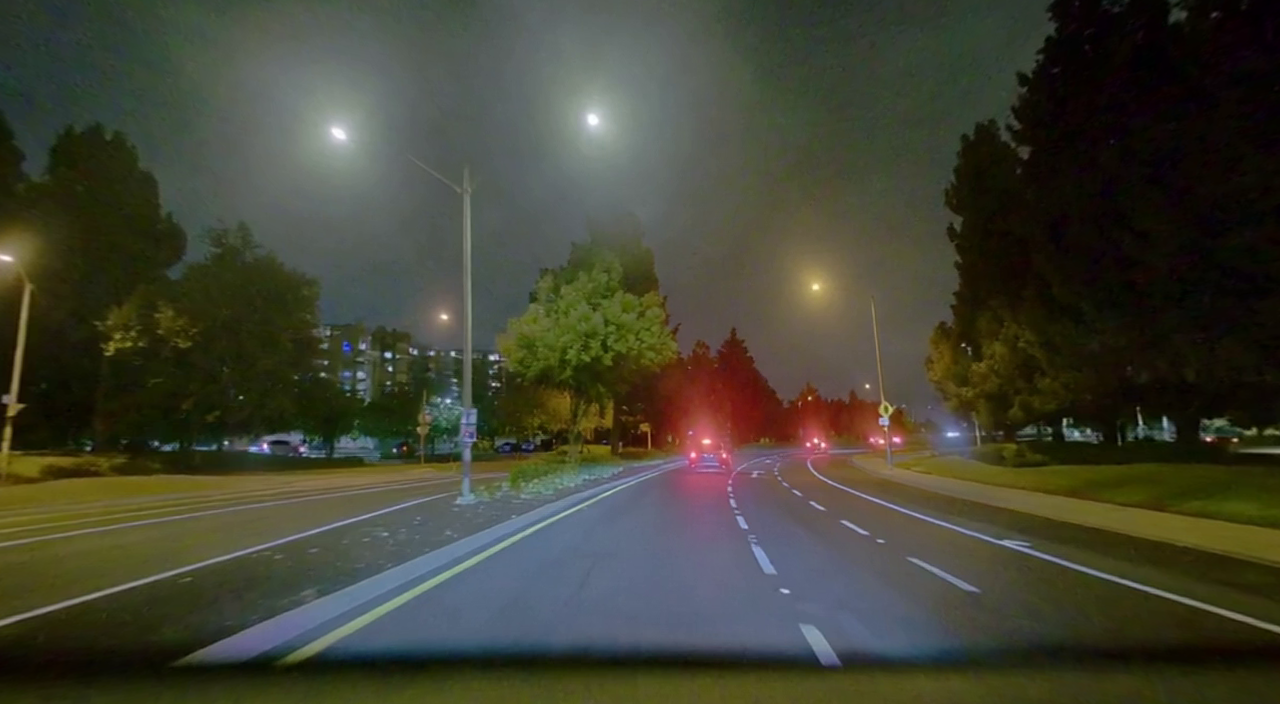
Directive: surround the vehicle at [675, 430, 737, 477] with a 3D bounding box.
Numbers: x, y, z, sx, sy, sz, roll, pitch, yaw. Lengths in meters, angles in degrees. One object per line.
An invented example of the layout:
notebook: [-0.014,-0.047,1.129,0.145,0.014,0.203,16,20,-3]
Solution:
vehicle: [3.151,4.616,28.873,2.371,1.926,5.615,-1,-9,10]
